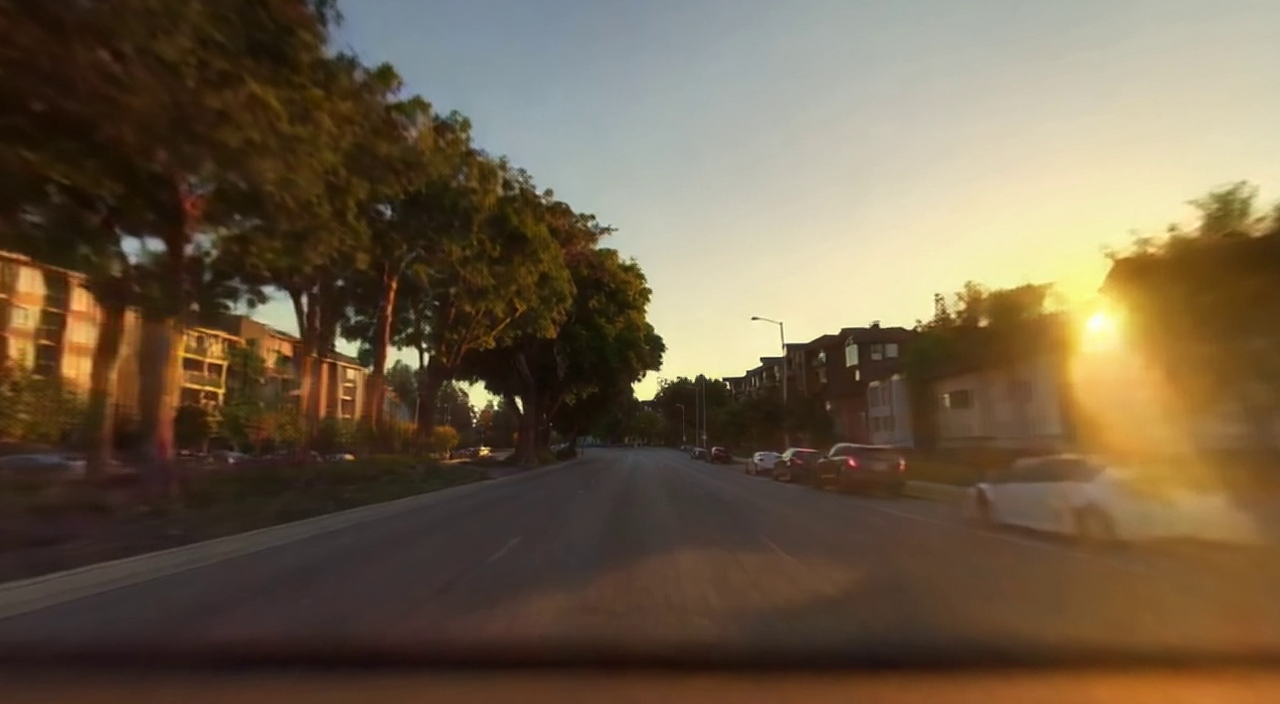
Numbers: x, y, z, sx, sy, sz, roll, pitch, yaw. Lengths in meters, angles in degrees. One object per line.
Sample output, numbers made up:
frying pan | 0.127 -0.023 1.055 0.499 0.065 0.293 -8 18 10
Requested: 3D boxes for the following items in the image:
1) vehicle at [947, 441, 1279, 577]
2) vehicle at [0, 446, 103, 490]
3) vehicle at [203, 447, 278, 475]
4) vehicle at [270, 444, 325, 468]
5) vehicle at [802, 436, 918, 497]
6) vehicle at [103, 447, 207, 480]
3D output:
vehicle | 6.991 2.075 9.360 2.145 1.470 4.693 1 -8 -5
vehicle | -25.897 4.964 27.279 1.730 1.734 4.001 0 -8 -2
vehicle | -25.661 6.967 40.594 1.945 1.694 4.329 0 -8 0
vehicle | -25.792 7.814 47.529 1.781 1.666 4.238 0 -8 0
vehicle | 6.758 3.536 19.928 2.078 1.699 4.292 0 -8 -1
vehicle | -25.861 5.935 33.798 1.996 1.650 4.382 0 -8 2
